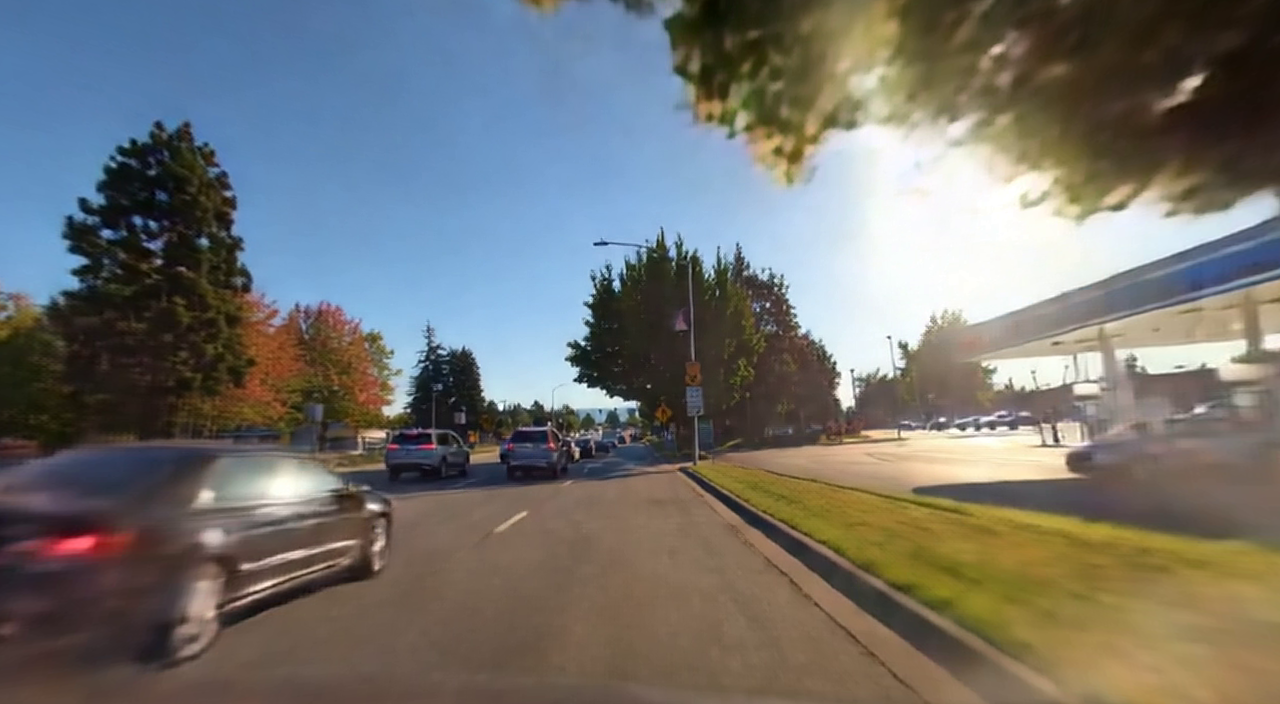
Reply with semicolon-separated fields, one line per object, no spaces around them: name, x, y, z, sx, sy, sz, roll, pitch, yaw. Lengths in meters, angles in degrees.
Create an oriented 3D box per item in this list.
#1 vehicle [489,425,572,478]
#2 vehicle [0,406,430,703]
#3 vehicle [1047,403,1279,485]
vehicle;-3.990;3.729;23.853;2.306;1.815;4.476;0;-8;1
vehicle;-3.385;1.279;4.959;1.888;1.452;4.303;0;-8;1
vehicle;12.202;2.058;14.343;4.385;1.439;1.912;-5;-7;4
